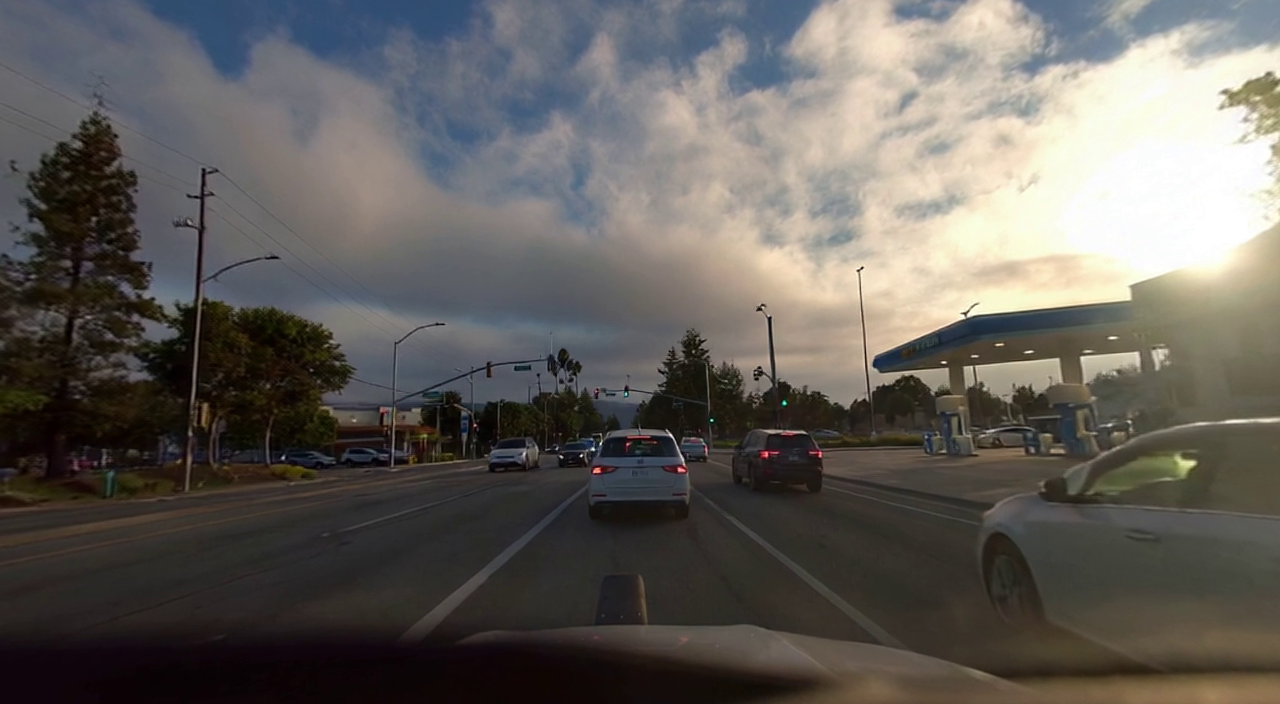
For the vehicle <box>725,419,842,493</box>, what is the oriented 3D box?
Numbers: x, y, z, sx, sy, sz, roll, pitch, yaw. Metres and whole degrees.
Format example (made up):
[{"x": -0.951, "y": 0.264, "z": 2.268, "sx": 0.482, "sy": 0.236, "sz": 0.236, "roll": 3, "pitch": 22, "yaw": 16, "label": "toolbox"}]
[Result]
[{"x": 3.869, "y": 2.921, "z": 18.072, "sx": 2.116, "sy": 1.791, "sz": 5.006, "roll": 0, "pitch": -8, "yaw": -1, "label": "vehicle"}]

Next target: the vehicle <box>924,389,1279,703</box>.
[{"x": 3.332, "y": 0.970, "z": 2.978, "sx": 1.904, "sy": 1.472, "sz": 4.358, "roll": 0, "pitch": -8, "yaw": -1, "label": "vehicle"}]

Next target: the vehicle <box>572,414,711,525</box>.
[{"x": -0.044, "y": 2.124, "z": 11.896, "sx": 2.164, "sy": 1.718, "sz": 3.881, "roll": 0, "pitch": -8, "yaw": -2, "label": "vehicle"}]

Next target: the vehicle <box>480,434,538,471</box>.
[{"x": -6.448, "y": 5.017, "z": 31.673, "sx": 1.994, "sy": 1.695, "sz": 4.471, "roll": 0, "pitch": -8, "yaw": -1, "label": "vehicle"}]
